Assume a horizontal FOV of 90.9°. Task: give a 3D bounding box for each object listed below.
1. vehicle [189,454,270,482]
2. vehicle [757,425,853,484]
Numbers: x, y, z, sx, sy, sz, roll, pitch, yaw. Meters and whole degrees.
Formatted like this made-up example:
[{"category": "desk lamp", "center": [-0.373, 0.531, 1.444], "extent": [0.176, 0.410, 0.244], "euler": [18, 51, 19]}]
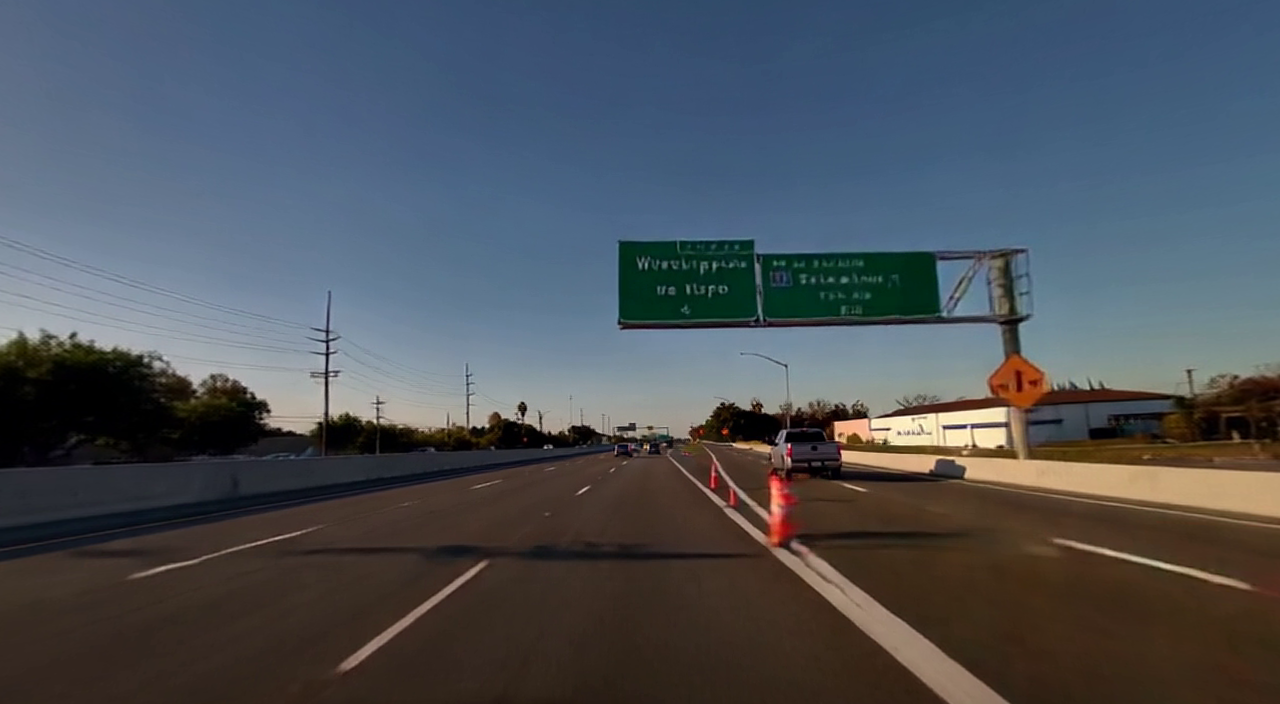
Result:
[{"category": "vehicle", "center": [-24.503, 6.926, 37.826], "extent": [1.779, 1.476, 4.507], "euler": [0, -8, 1]}, {"category": "vehicle", "center": [5.669, 3.609, 22.526], "extent": [2.186, 1.840, 5.289], "euler": [0, -8, 2]}]
